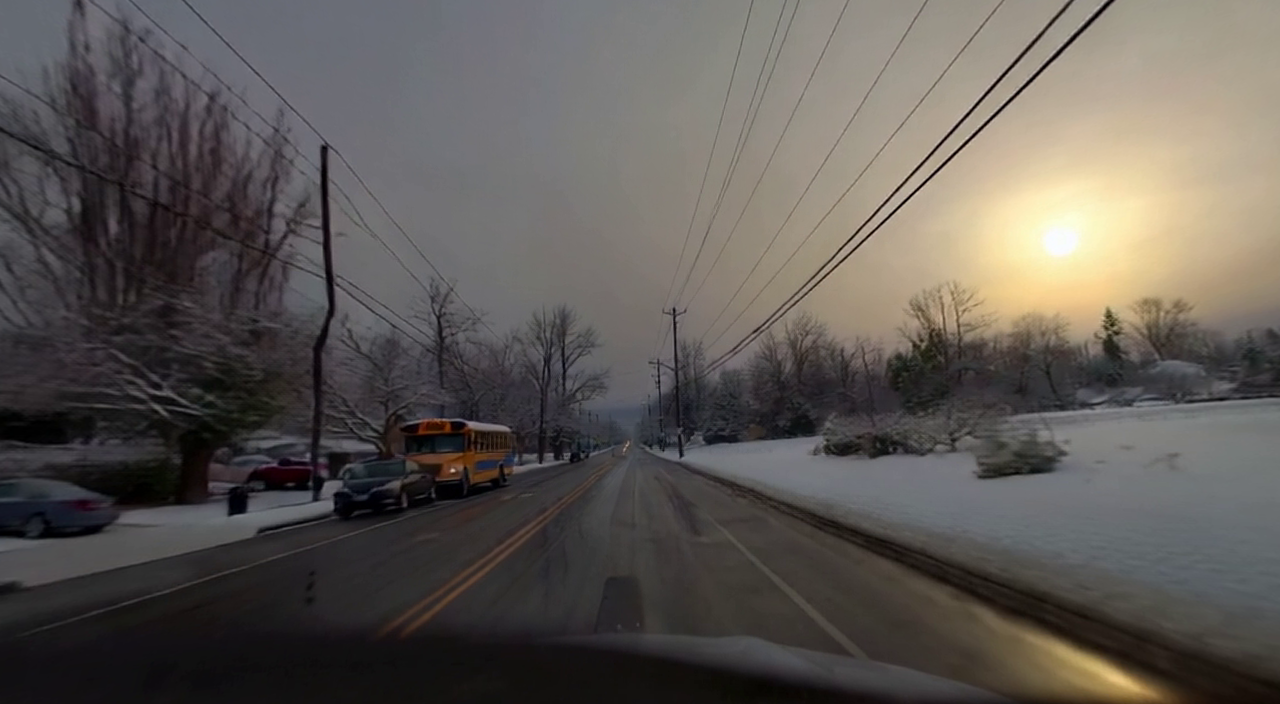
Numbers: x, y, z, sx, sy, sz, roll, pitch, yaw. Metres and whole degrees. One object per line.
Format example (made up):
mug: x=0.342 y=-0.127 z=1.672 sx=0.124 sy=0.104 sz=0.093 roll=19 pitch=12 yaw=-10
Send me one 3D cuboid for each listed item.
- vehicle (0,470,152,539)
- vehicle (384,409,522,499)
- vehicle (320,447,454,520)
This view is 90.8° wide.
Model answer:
vehicle: x=-14.579 y=3.617 z=15.325 sx=4.296 sy=1.420 sz=1.874 roll=-2 pitch=-9 yaw=12
vehicle: x=-6.676 y=3.820 z=23.900 sx=2.835 sy=2.876 sz=7.091 roll=0 pitch=-9 yaw=2
vehicle: x=-6.802 y=3.530 z=17.608 sx=2.023 sy=1.721 sz=4.418 roll=0 pitch=-9 yaw=-2
